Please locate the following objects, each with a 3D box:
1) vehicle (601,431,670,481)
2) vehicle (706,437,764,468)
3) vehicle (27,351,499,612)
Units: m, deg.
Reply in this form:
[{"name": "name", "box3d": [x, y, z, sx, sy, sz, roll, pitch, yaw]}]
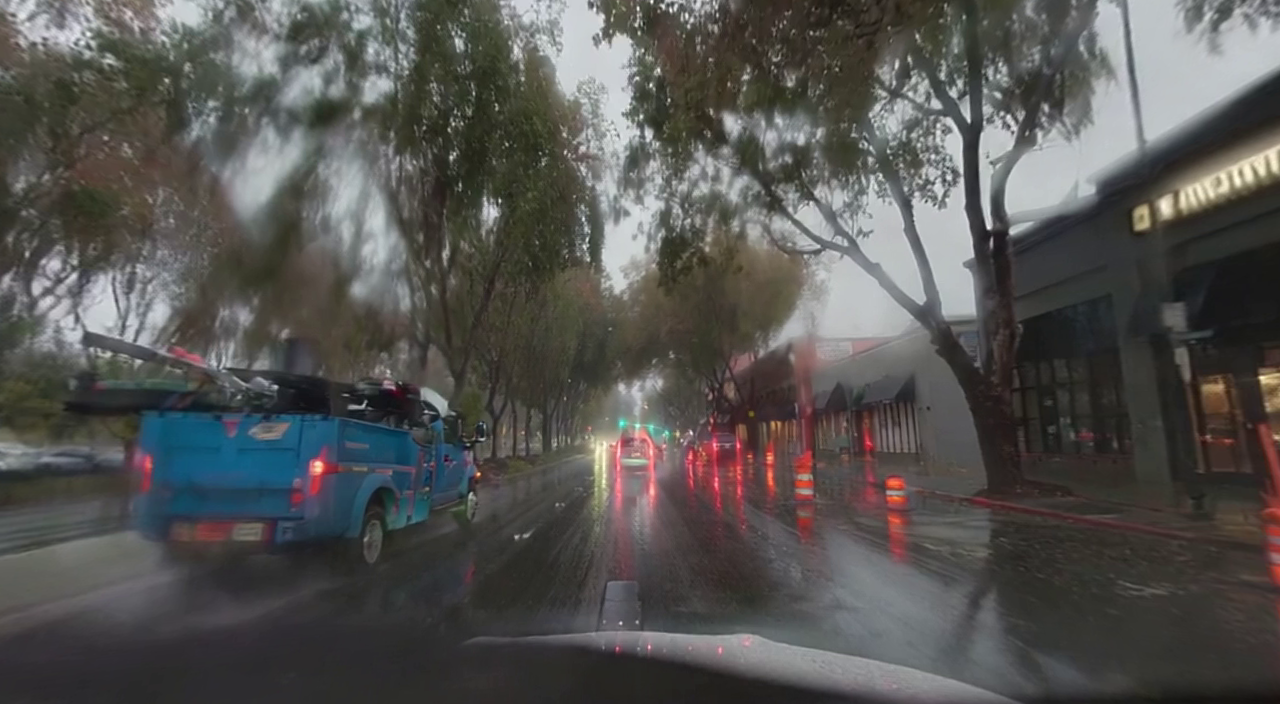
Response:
[{"name": "vehicle", "box3d": [-0.195, 3.962, 24.309, 2.413, 1.748, 4.406, 0, -8, -1]}, {"name": "vehicle", "box3d": [5.377, 5.775, 36.445, 2.082, 1.601, 4.451, 1, -9, -9]}, {"name": "vehicle", "box3d": [-3.614, 1.437, 7.920, 2.424, 2.063, 5.678, 0, -9, 0]}]
